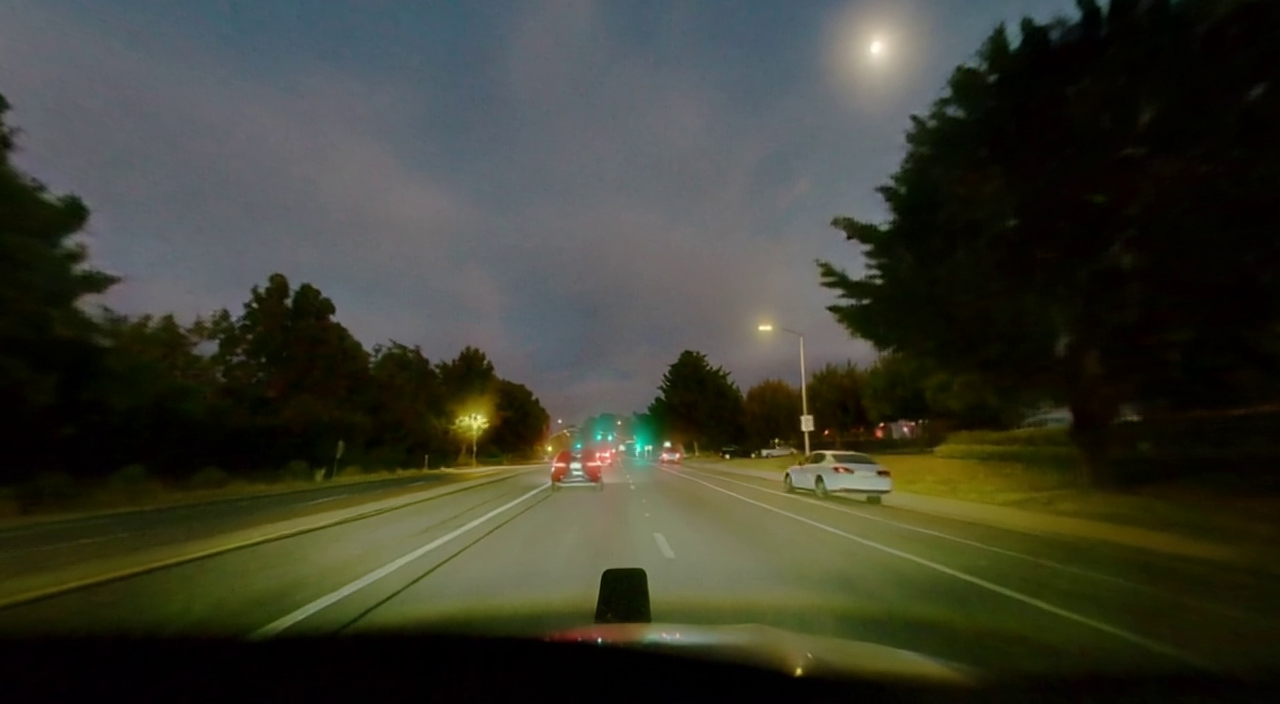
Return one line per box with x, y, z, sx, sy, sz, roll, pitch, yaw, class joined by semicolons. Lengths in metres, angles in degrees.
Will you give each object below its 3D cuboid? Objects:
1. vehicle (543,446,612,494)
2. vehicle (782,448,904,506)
-2.051;3.987;21.770;2.099;1.470;4.302;0;-8;-2;vehicle
6.062;3.766;19.531;2.164;1.511;4.571;0;-8;-1;vehicle
